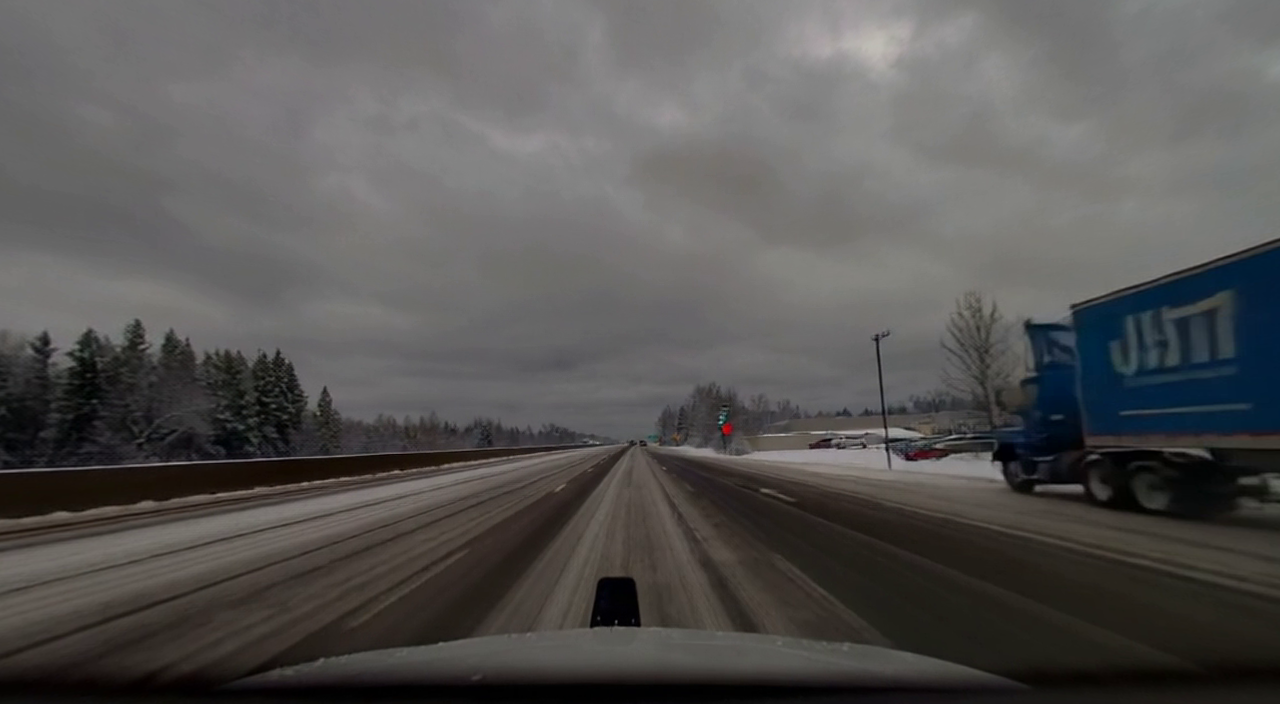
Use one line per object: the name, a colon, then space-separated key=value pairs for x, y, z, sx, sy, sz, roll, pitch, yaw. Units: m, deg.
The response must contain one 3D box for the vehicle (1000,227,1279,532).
vehicle: x=10.116 y=0.247 z=7.486 sx=3.469 sy=3.986 sz=17.065 roll=-1 pitch=-8 yaw=6
